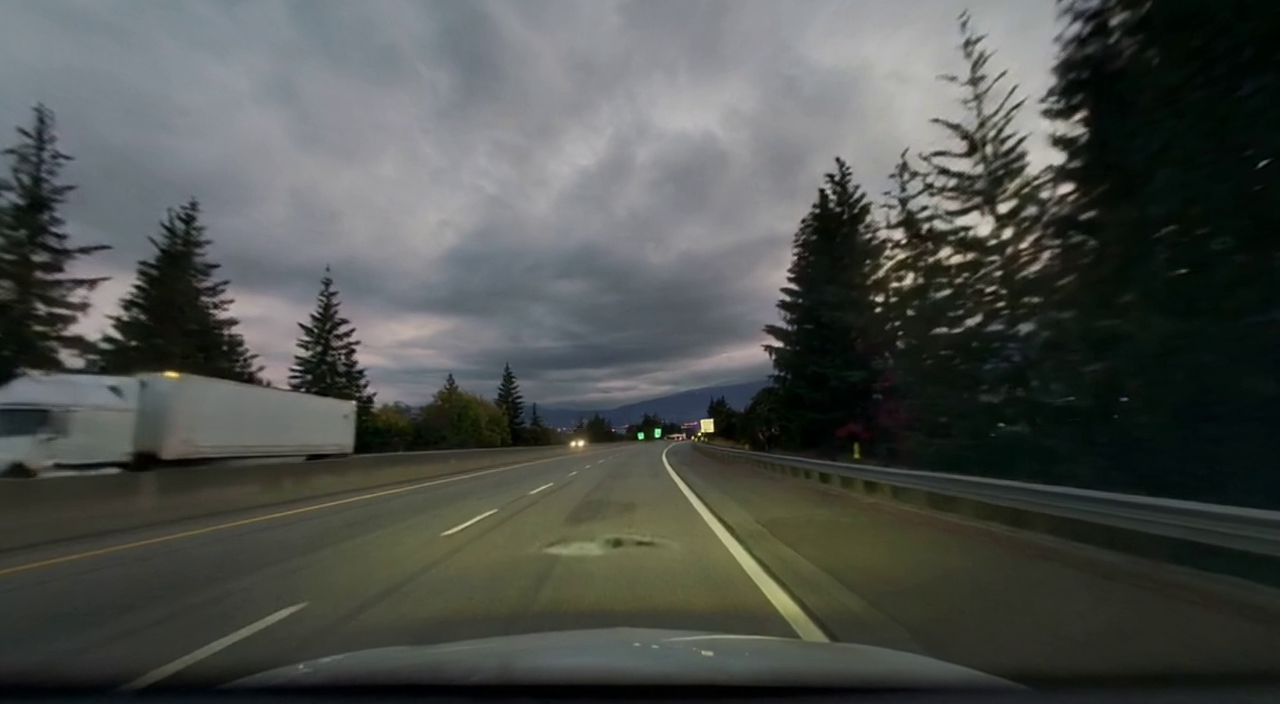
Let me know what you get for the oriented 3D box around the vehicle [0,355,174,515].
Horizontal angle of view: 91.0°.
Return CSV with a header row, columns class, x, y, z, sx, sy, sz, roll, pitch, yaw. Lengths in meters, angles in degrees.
class,x,y,z,sx,sy,sz,roll,pitch,yaw
vehicle,-17.561,2.474,18.471,3.016,3.977,5.961,0,-8,0
